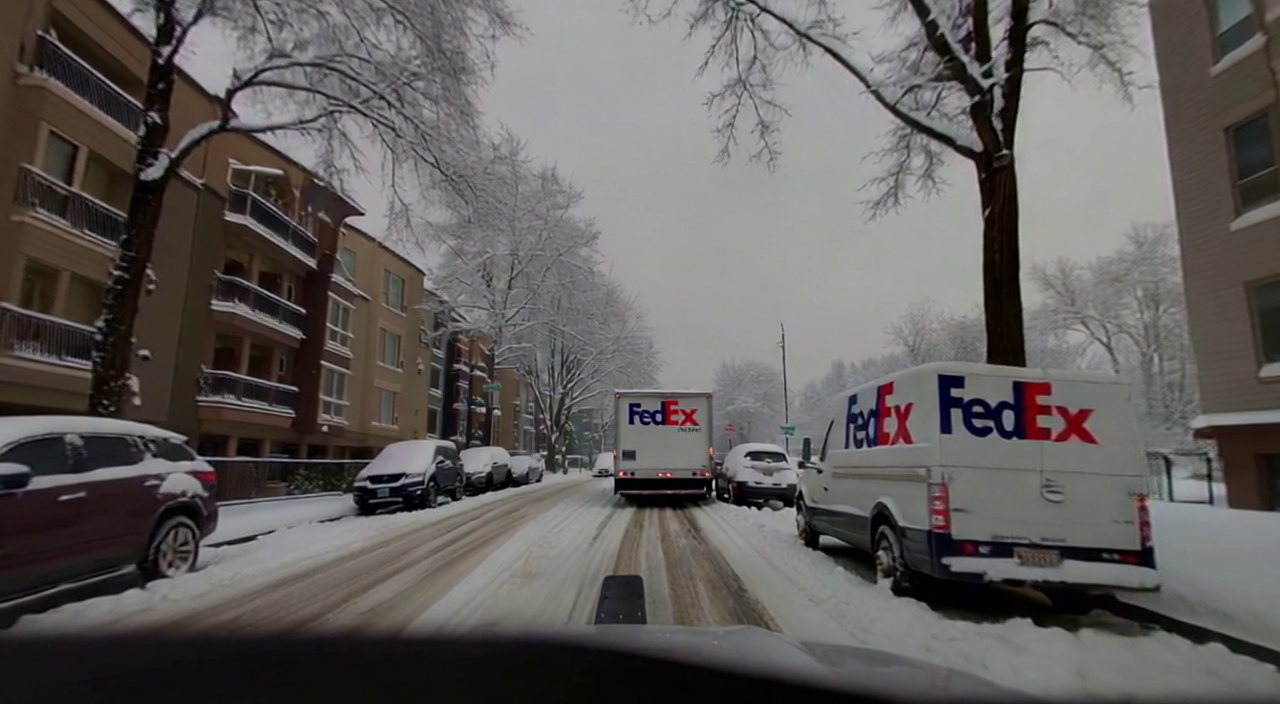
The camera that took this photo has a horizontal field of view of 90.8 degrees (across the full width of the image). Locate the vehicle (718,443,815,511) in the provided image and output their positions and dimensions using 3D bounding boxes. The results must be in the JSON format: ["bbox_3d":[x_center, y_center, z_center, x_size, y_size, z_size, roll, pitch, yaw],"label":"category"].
[{"bbox_3d":[3.308,3.320,17.287,1.868,1.623,3.815,0,-9,0],"label":"vehicle"}]

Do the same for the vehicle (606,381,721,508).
[{"bbox_3d":[0.533,2.978,20.439,2.930,3.275,8.180,0,-8,-1],"label":"vehicle"}]

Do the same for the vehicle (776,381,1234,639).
[{"bbox_3d":[3.437,1.631,7.757,2.221,1.991,5.564,0,-8,-1],"label":"vehicle"}]

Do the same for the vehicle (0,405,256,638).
[{"bbox_3d":[-5.904,1.432,5.737,2.089,1.757,4.256,0,-8,1],"label":"vehicle"}]

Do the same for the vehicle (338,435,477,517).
[{"bbox_3d":[-5.968,3.204,16.925,2.020,1.867,4.654,0,-8,-1],"label":"vehicle"}]
